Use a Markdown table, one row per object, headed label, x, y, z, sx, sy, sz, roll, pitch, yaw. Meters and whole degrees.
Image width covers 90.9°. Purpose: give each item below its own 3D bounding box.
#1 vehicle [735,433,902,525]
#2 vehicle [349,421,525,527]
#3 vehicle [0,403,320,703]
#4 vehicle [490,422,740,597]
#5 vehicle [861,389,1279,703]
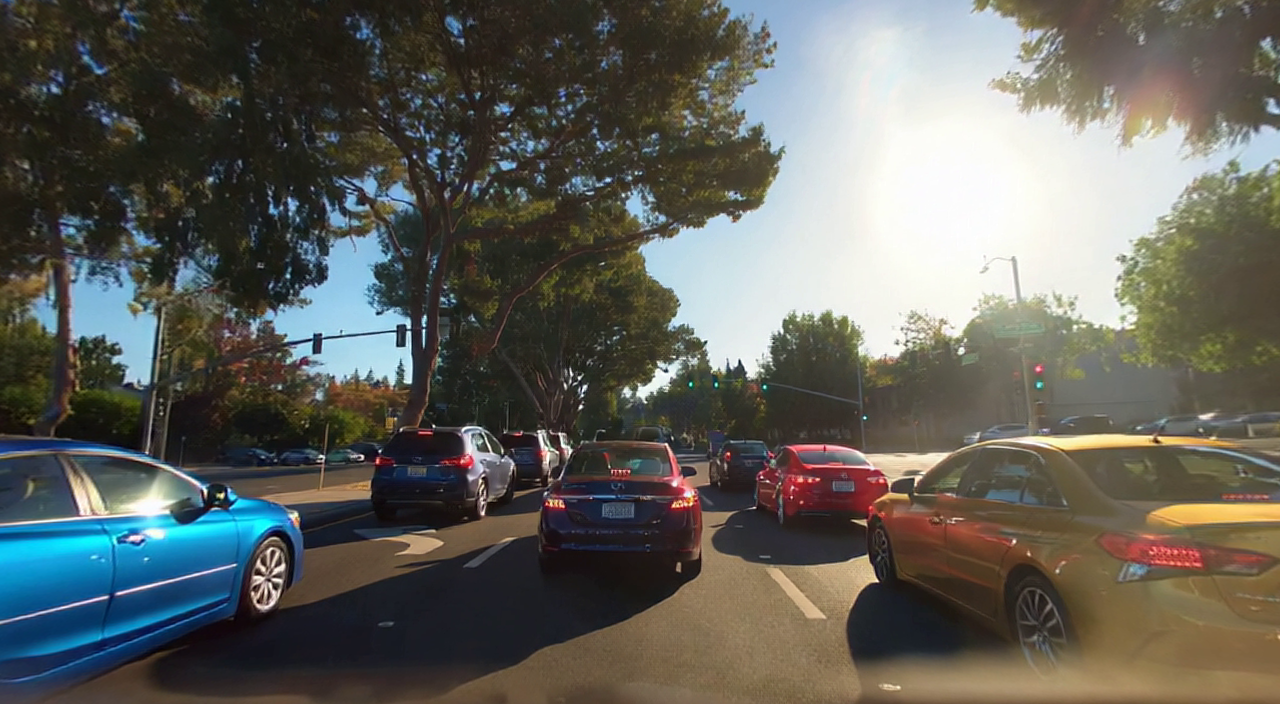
| label | x | y | z | sx | sy | sz | roll | pitch | yaw |
| --- | --- | --- | --- | --- | --- | --- | --- | --- | --- |
| vehicle | 3.193 | 2.335 | 12.329 | 1.975 | 1.460 | 4.357 | 0 | -8 | 0 |
| vehicle | -3.716 | 2.312 | 12.489 | 1.961 | 1.714 | 4.268 | 0 | -8 | 2 |
| vehicle | -3.637 | 1.021 | 3.006 | 1.935 | 1.482 | 4.433 | 0 | -8 | -1 |
| vehicle | -0.247 | 1.640 | 7.402 | 2.147 | 1.479 | 3.803 | 0 | -8 | -1 |
| vehicle | 3.141 | 1.150 | 4.057 | 1.903 | 1.480 | 4.270 | 0 | -8 | 0 |
